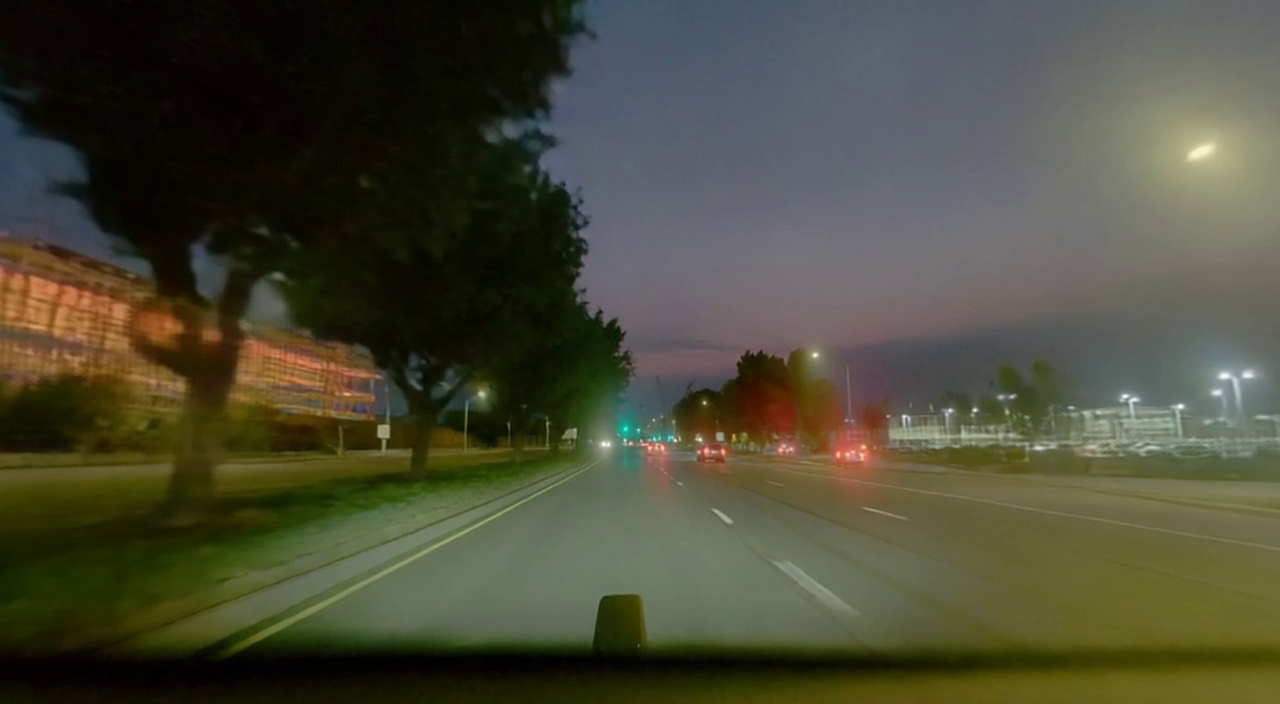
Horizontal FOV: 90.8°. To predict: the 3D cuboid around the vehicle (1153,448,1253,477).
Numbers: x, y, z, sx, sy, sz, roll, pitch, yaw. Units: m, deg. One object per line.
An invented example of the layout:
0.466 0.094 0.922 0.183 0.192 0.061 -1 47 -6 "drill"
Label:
36.708 7.178 41.242 4.623 1.714 2.066 -8 -12 43 "vehicle"
